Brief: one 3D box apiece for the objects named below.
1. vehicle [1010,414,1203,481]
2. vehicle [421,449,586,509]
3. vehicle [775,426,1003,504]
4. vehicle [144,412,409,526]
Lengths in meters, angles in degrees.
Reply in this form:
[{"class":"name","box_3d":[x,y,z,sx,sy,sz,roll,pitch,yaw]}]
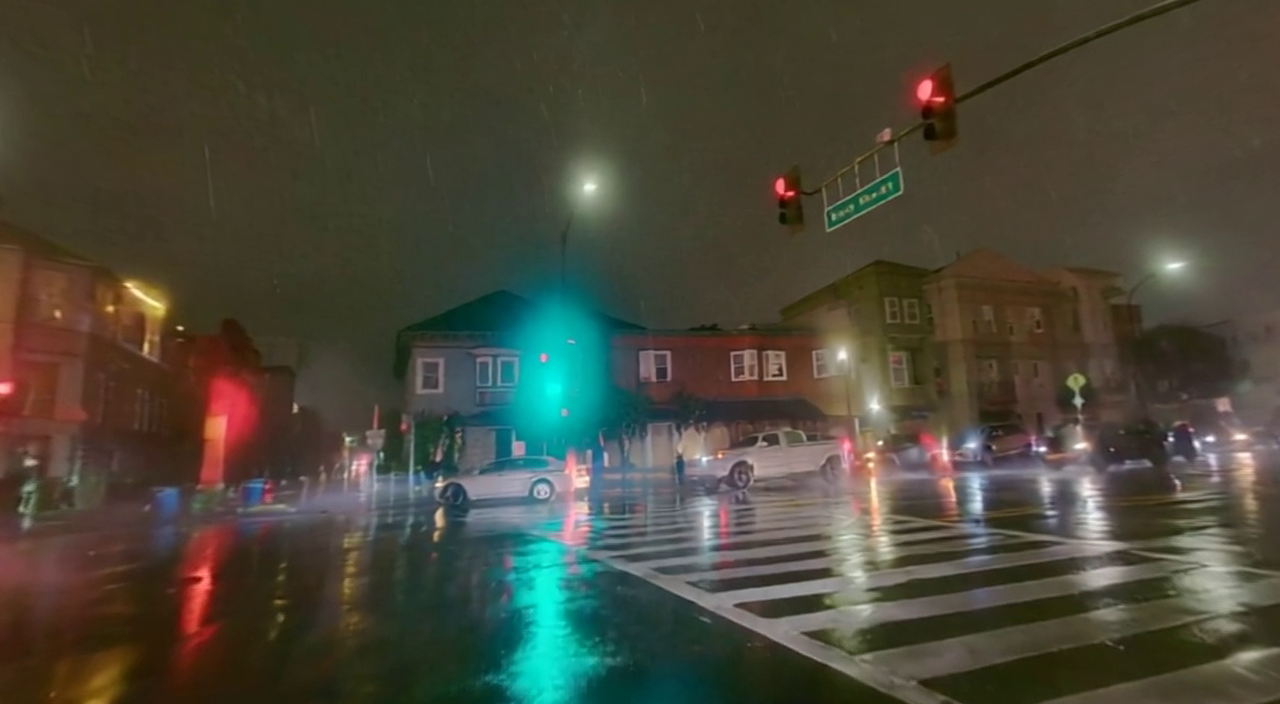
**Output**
[{"class":"vehicle","box_3d":[12.139,2.484,16.437,4.390,1.552,1.925,3,-9,-22]},{"class":"vehicle","box_3d":[-4.025,3.694,18.679,4.515,1.583,1.920,3,-9,-17]},{"class":"vehicle","box_3d":[5.536,2.458,14.060,4.600,1.506,1.878,3,-9,-21]},{"class":"vehicle","box_3d":[-10.199,3.343,18.554,6.182,2.913,2.526,3,-9,-18]}]
